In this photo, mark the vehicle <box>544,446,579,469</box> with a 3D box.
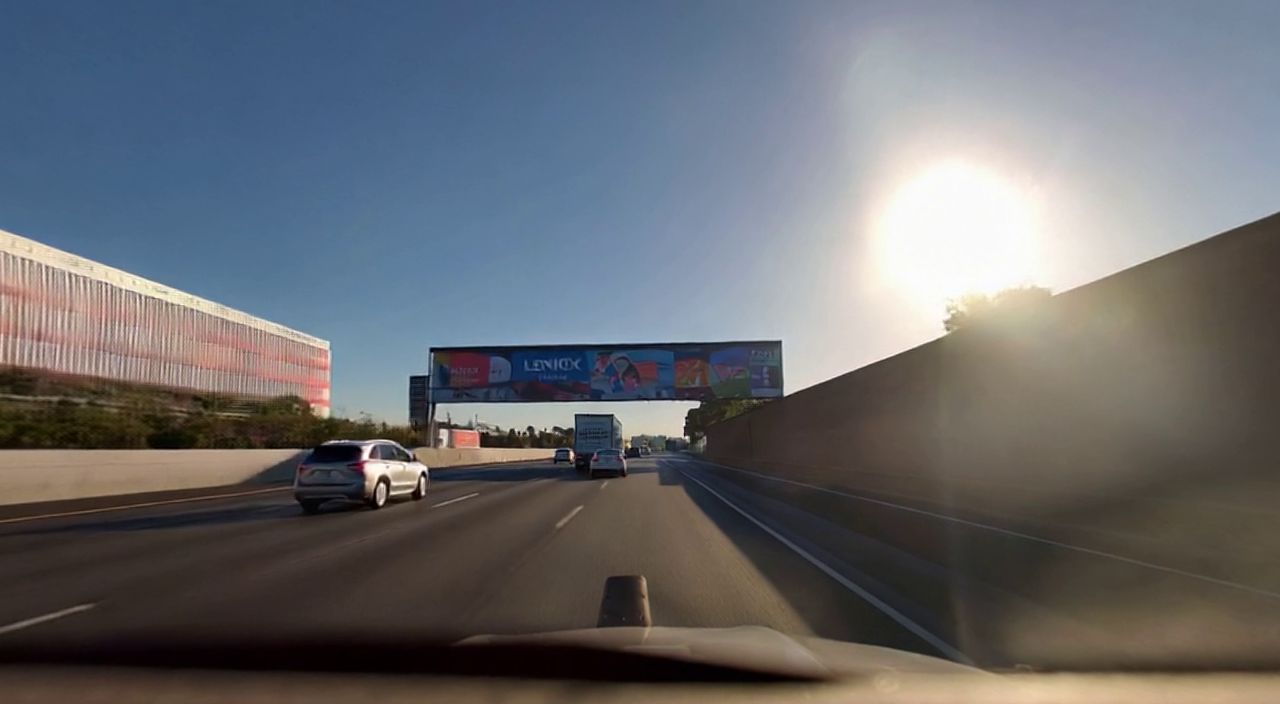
[{"bbox_3d":[-6.073,8.255,49.524,2.124,1.674,4.541,0,-9,1],"label":"vehicle"}]

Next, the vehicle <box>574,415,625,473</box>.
[{"bbox_3d":[-2.544,6.198,42.404,2.794,3.460,8.595,0,-9,1],"label":"vehicle"}]

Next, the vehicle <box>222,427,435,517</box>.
[{"bbox_3d":[-7.024,2.775,15.094,2.401,1.759,5.126,0,-9,1],"label":"vehicle"}]

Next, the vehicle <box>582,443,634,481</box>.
[{"bbox_3d":[-1.389,4.965,28.601,2.168,1.597,3.615,0,-9,-1],"label":"vehicle"}]
